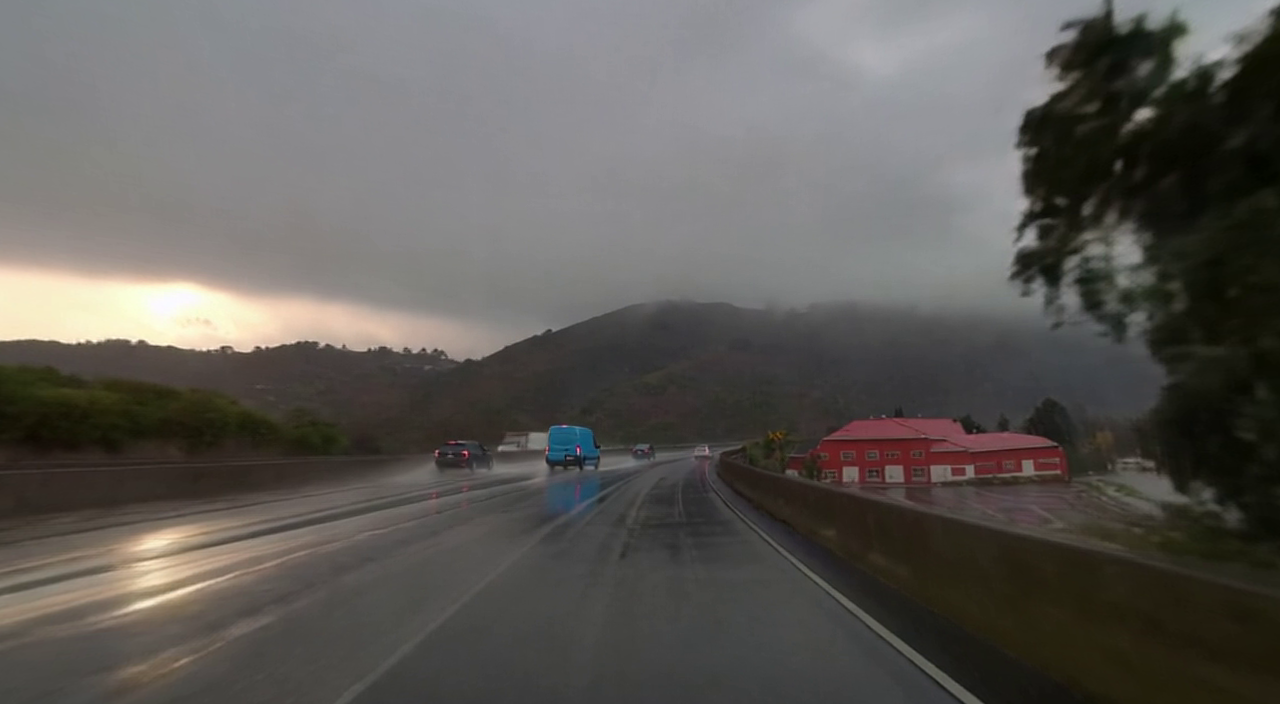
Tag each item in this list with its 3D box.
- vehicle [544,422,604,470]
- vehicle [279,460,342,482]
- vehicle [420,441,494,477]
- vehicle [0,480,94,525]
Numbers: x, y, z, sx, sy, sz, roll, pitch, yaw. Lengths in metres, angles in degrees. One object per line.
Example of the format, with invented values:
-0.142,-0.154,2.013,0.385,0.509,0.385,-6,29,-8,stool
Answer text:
-3.962,5.825,39.163,2.314,2.703,6.441,-1,-9,7,vehicle
-25.101,9.074,48.332,1.827,1.473,4.801,-1,-9,6,vehicle
-8.507,5.006,29.738,1.821,1.524,4.342,-1,-9,6,vehicle
-23.776,5.763,24.414,1.714,1.400,3.848,-1,-9,3,vehicle
